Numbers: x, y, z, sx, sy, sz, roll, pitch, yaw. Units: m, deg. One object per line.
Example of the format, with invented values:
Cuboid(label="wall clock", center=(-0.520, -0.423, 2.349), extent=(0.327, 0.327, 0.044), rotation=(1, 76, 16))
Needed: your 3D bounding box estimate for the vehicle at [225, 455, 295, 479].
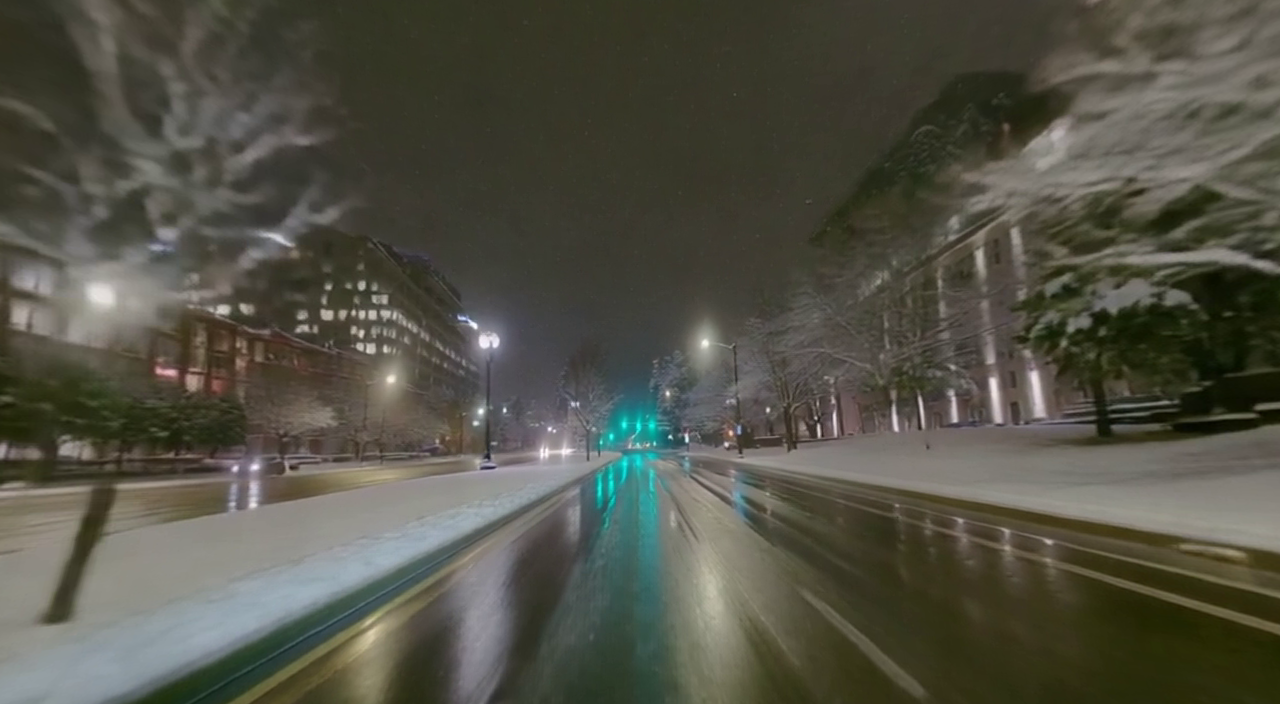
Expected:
Cuboid(label="vehicle", center=(-26.491, 7.998, 44.220), extent=(1.927, 1.476, 4.717), rotation=(0, -9, 1))
